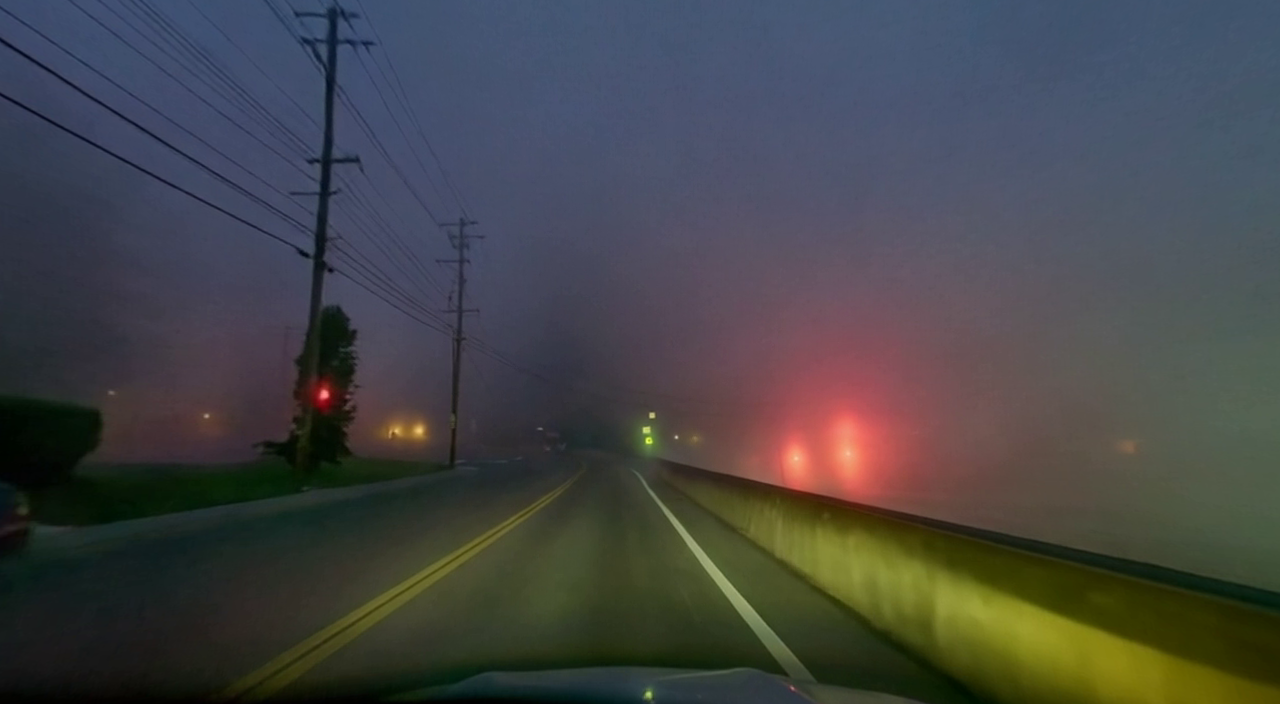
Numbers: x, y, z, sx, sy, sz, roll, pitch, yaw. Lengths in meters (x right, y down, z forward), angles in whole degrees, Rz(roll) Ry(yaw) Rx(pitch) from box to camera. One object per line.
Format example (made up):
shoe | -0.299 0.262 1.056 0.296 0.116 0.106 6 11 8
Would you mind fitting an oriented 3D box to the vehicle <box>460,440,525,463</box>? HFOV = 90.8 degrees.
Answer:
vehicle | -11.309 7.657 48.560 4.500 1.674 1.915 8 -12 -44
